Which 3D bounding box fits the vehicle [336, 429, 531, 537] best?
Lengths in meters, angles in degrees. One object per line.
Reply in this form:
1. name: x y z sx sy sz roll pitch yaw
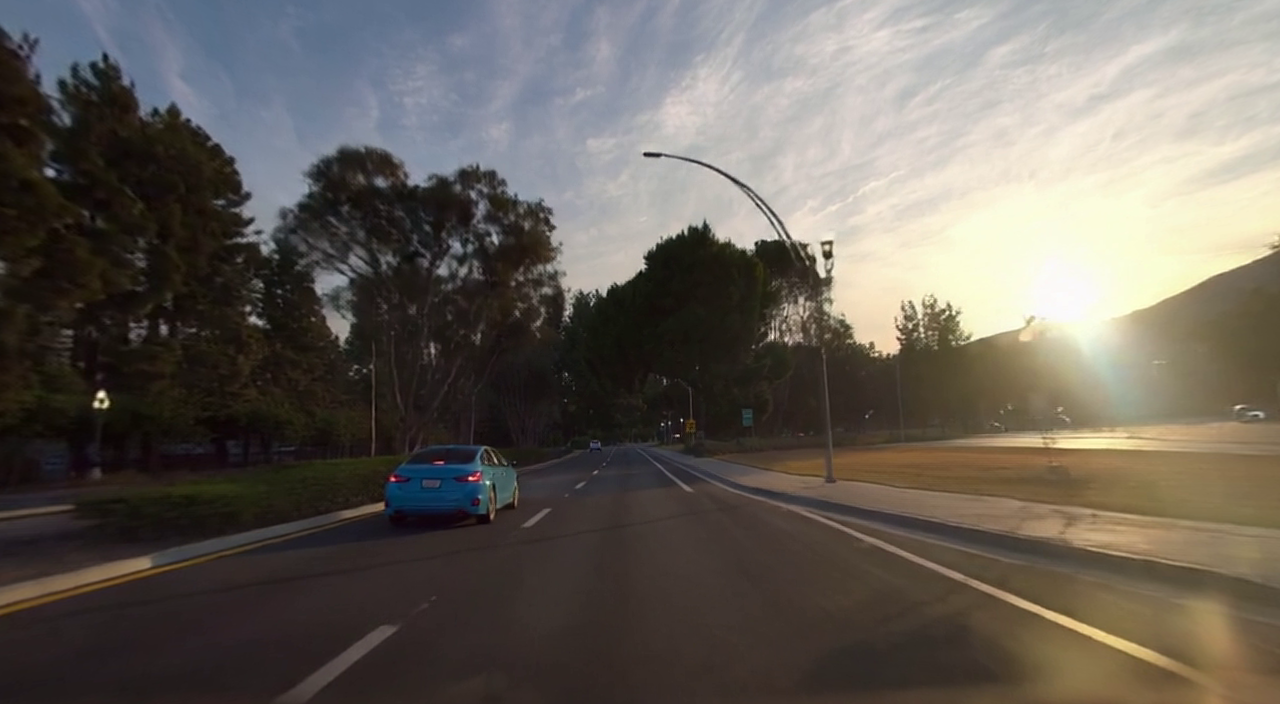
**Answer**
1. vehicle: -3.214 2.111 10.831 1.964 1.472 4.078 0 -8 0
